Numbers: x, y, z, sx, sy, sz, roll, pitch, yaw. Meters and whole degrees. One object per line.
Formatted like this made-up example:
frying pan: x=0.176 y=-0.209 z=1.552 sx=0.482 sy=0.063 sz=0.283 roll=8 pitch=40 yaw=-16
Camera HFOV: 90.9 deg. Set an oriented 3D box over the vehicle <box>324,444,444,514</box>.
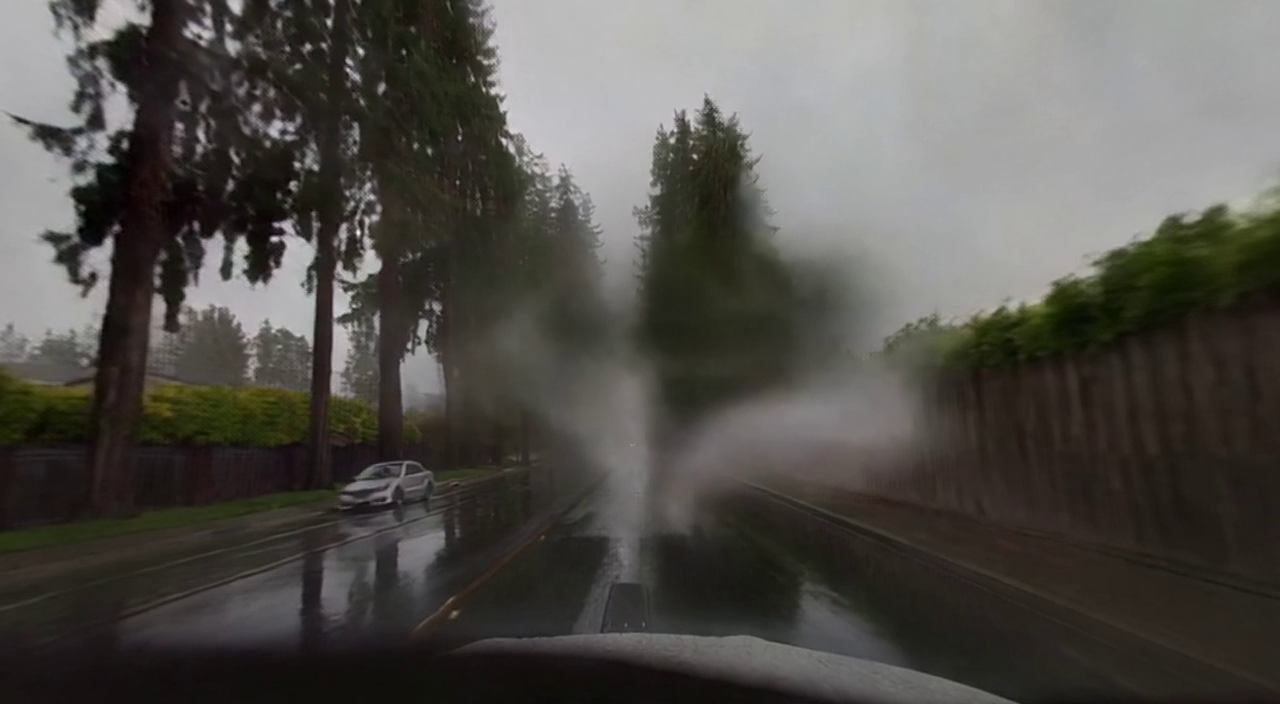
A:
vehicle: x=-7.701 y=3.801 z=19.408 sx=1.945 sy=1.760 sz=4.021 roll=-3 pitch=-8 yaw=2
